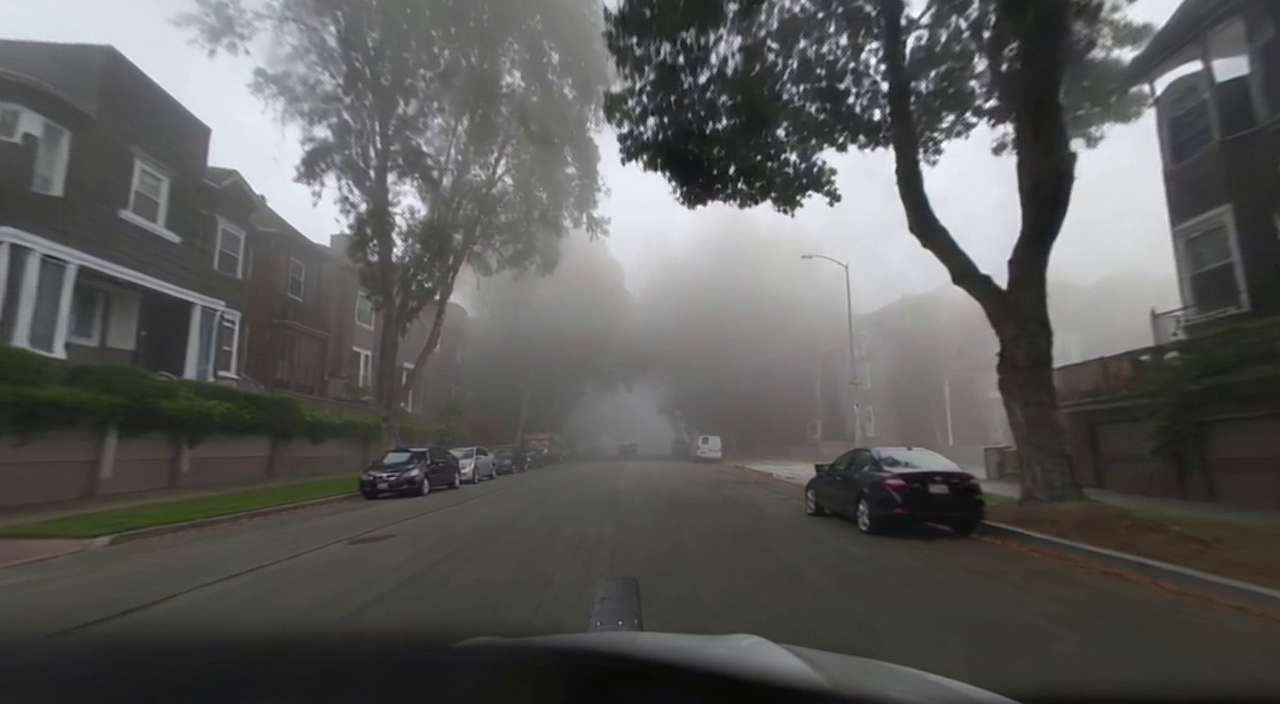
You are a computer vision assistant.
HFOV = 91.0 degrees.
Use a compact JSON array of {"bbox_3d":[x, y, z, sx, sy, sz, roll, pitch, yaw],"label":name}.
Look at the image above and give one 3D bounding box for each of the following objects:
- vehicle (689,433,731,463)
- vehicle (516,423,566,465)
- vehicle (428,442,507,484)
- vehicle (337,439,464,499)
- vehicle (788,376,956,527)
[{"bbox_3d":[4.719,6.585,43.335,2.216,1.955,4.970,0,-8,-1],"label":"vehicle"},{"bbox_3d":[-6.726,6.416,43.489,2.341,2.674,5.753,-1,-10,1],"label":"vehicle"},{"bbox_3d":[-6.692,4.341,24.946,1.845,1.475,4.495,-1,-9,0],"label":"vehicle"},{"bbox_3d":[-6.889,3.437,18.753,2.003,1.501,4.779,-1,-9,-1],"label":"vehicle"},{"bbox_3d":[4.131,1.819,11.652,2.158,2.478,2.078,-1,-9,-1],"label":"vehicle"}]
